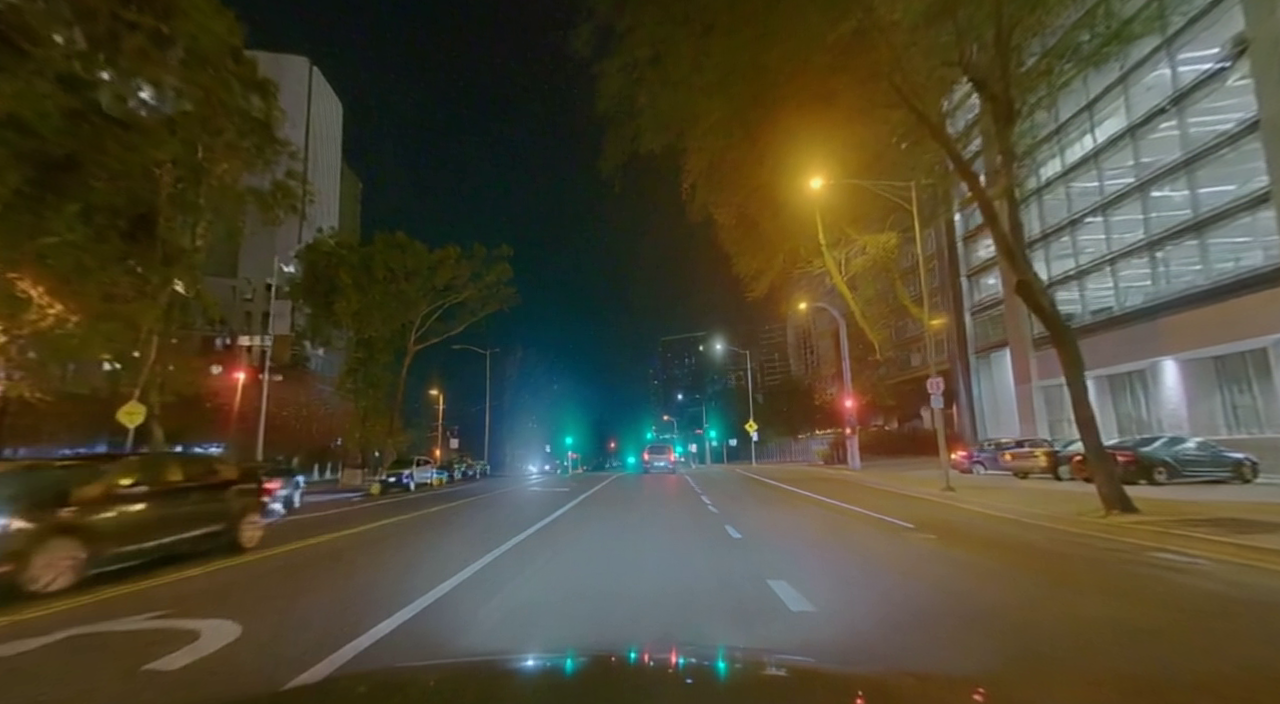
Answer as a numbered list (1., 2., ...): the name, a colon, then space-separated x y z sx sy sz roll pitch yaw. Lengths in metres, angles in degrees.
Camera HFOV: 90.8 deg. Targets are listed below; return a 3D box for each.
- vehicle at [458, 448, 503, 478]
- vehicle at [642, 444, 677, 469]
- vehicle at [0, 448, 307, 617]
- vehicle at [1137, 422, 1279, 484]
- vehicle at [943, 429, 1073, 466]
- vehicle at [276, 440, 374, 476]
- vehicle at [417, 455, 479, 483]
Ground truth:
1. vehicle: -10.943 7.611 43.642 1.961 1.829 4.761 -1 -8 -1
2. vehicle: 1.216 6.468 39.237 2.051 1.454 4.132 0 -8 2
3. vehicle: -6.398 1.939 7.851 1.993 1.463 4.265 -1 -8 3
4. vehicle: 16.037 2.645 16.856 3.922 1.420 1.784 -3 -9 1
5. vehicle: 16.286 4.258 28.138 4.540 1.547 1.841 -1 -8 4
6. vehicle: -20.898 7.060 42.044 5.470 1.945 2.151 -4 -9 3
7. vehicle: -11.404 6.985 37.886 2.079 1.406 4.609 -1 -8 4
